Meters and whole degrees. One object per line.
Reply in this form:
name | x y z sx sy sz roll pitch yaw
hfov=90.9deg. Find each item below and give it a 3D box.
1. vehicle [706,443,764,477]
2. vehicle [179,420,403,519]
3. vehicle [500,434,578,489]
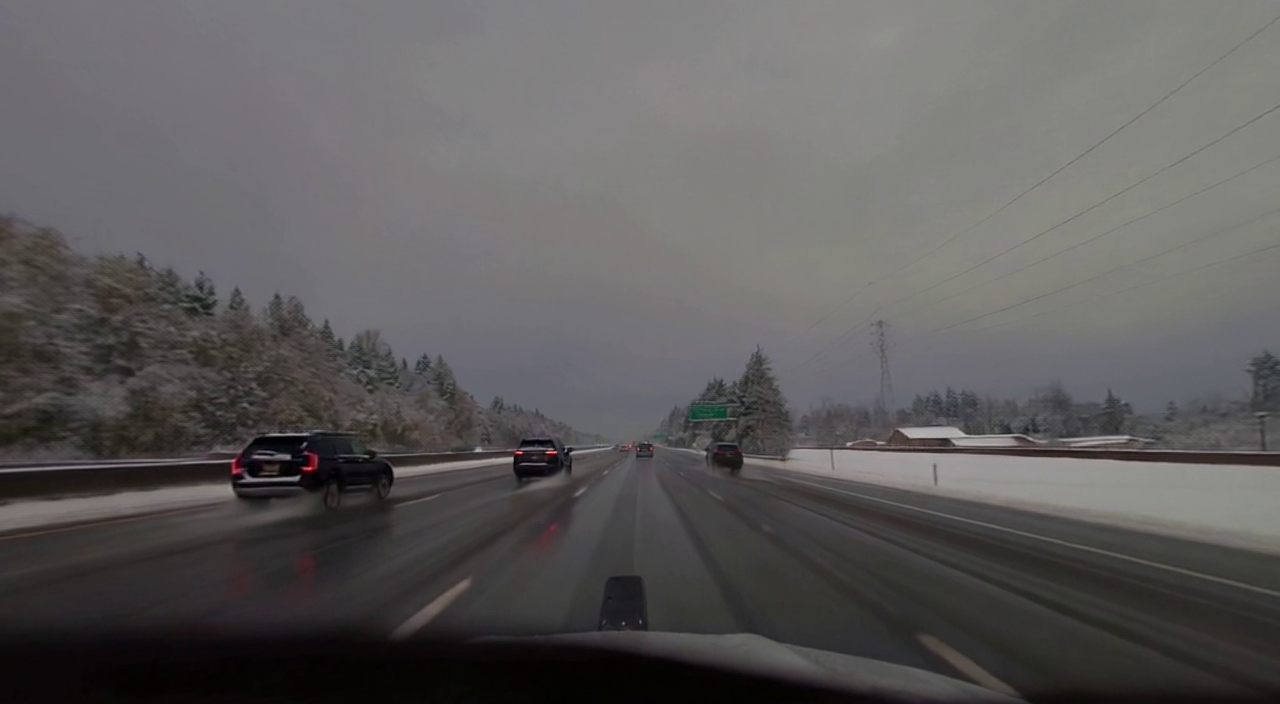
vehicle | 4.330 5.006 29.533 1.964 1.479 4.252 0 -8 -1
vehicle | -7.388 2.535 14.150 2.162 1.805 4.853 0 -8 1
vehicle | -3.379 3.737 21.886 1.961 1.704 4.052 0 -8 1
